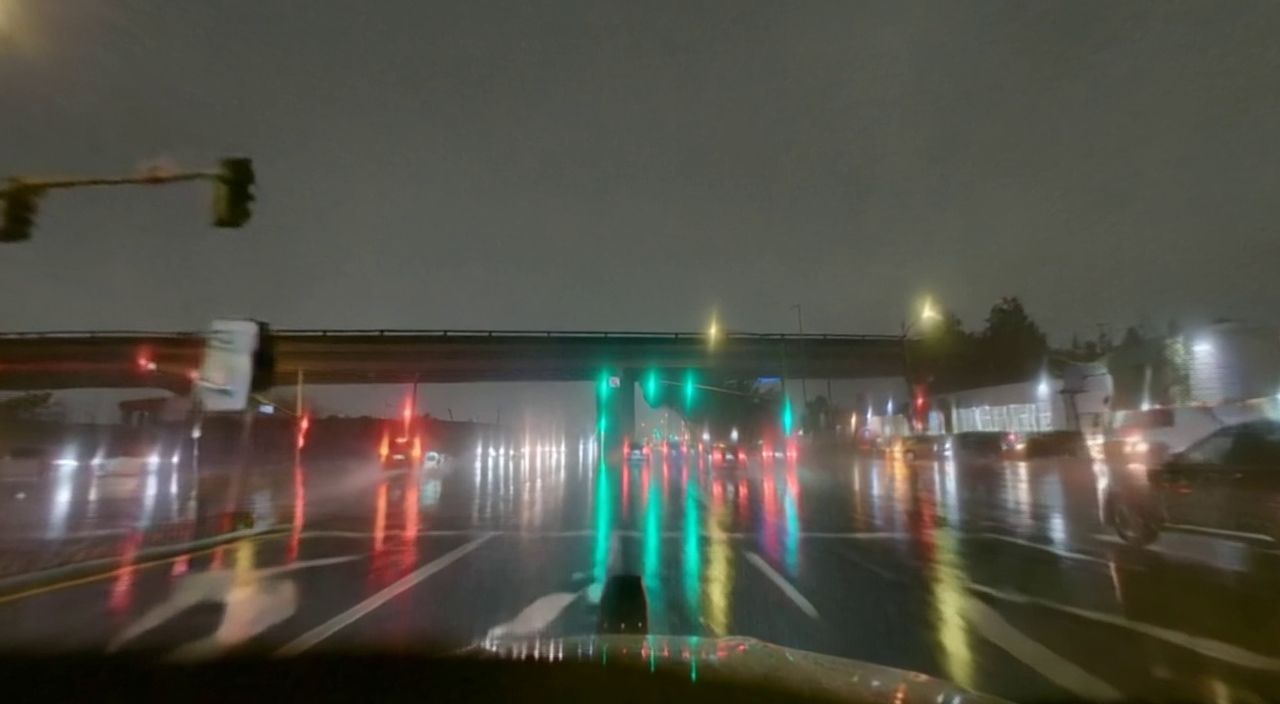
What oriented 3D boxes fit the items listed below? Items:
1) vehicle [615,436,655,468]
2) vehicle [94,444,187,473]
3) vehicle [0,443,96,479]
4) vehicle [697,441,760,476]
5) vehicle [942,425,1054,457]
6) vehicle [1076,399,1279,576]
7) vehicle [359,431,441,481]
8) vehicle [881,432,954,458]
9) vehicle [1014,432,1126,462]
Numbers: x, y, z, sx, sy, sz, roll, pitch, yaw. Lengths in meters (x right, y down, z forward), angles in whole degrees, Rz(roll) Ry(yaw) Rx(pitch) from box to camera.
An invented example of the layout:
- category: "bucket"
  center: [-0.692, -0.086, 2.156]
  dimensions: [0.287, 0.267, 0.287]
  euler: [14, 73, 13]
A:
- category: "vehicle"
  center: [-0.270, 5.784, 36.518]
  dimensions: [2.172, 1.694, 4.055]
  euler: [0, -8, 0]
- category: "vehicle"
  center: [-34.643, 7.357, 43.573]
  dimensions: [5.302, 1.847, 2.233]
  euler: [-2, -8, 15]
- category: "vehicle"
  center: [-35.117, 6.361, 36.843]
  dimensions: [5.014, 1.956, 2.232]
  euler: [-2, -8, 15]
- category: "vehicle"
  center: [3.851, 4.684, 27.907]
  dimensions: [2.156, 1.404, 4.120]
  euler: [0, -8, -1]
- category: "vehicle"
  center: [23.531, 5.874, 41.549]
  dimensions: [5.932, 2.021, 2.430]
  euler: [-2, -8, 15]
- category: "vehicle"
  center: [6.996, 1.362, 6.489]
  dimensions: [1.964, 1.647, 4.114]
  euler: [0, -8, 0]
- category: "vehicle"
  center: [-11.098, 4.683, 28.730]
  dimensions: [2.485, 2.012, 5.498]
  euler: [5, -9, -30]
- category: "vehicle"
  center: [20.280, 6.865, 46.161]
  dimensions: [4.638, 1.694, 2.079]
  euler: [-5, -12, 19]
- category: "vehicle"
  center: [23.209, 5.127, 34.078]
  dimensions: [4.547, 1.527, 1.890]
  euler: [-2, -8, 15]
